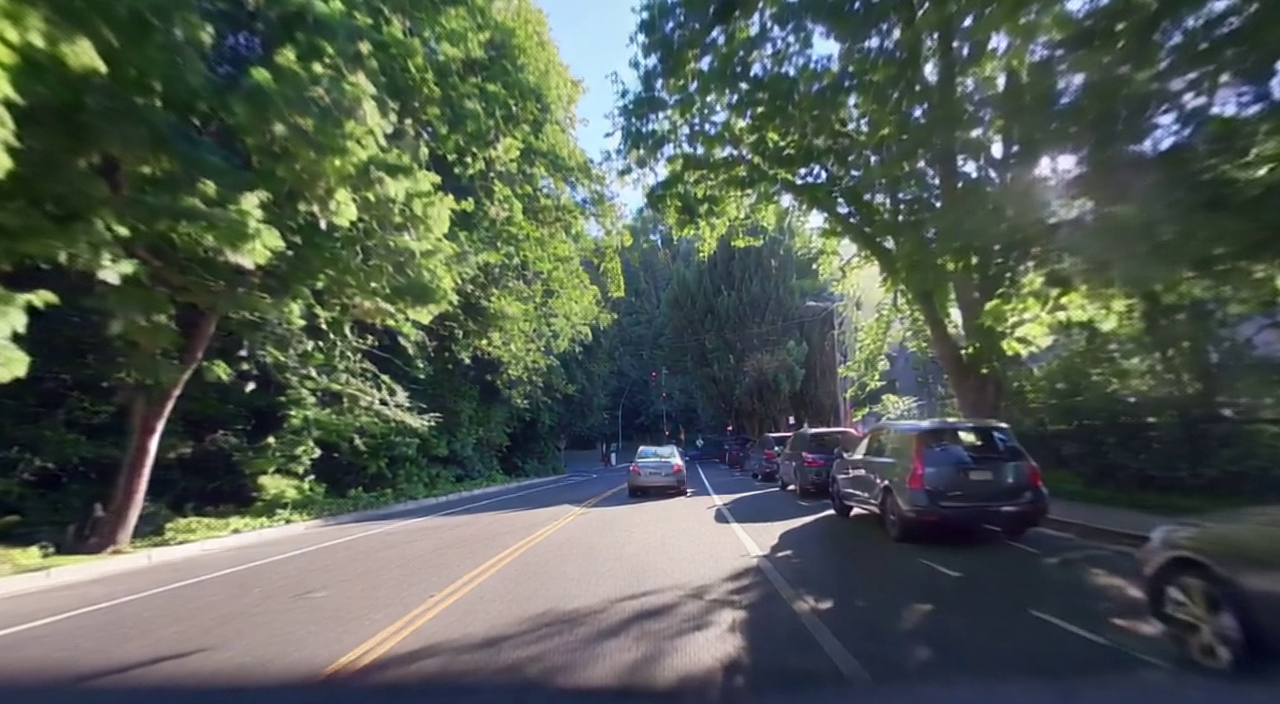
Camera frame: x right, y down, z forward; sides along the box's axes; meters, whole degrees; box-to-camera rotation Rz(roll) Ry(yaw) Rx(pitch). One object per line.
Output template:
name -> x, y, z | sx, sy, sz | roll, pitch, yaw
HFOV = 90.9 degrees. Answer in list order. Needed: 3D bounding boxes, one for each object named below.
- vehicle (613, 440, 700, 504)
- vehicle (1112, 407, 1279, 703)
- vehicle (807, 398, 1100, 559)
vehicle -> 0.475, 3.175, 17.237 | 2.078, 1.521, 4.058 | 0, -8, 2
vehicle -> 4.051, 0.810, 1.657 | 1.992, 1.469, 4.823 | 0, -8, 2
vehicle -> 4.169, 1.765, 9.541 | 2.066, 1.804, 4.751 | 0, -8, 2
